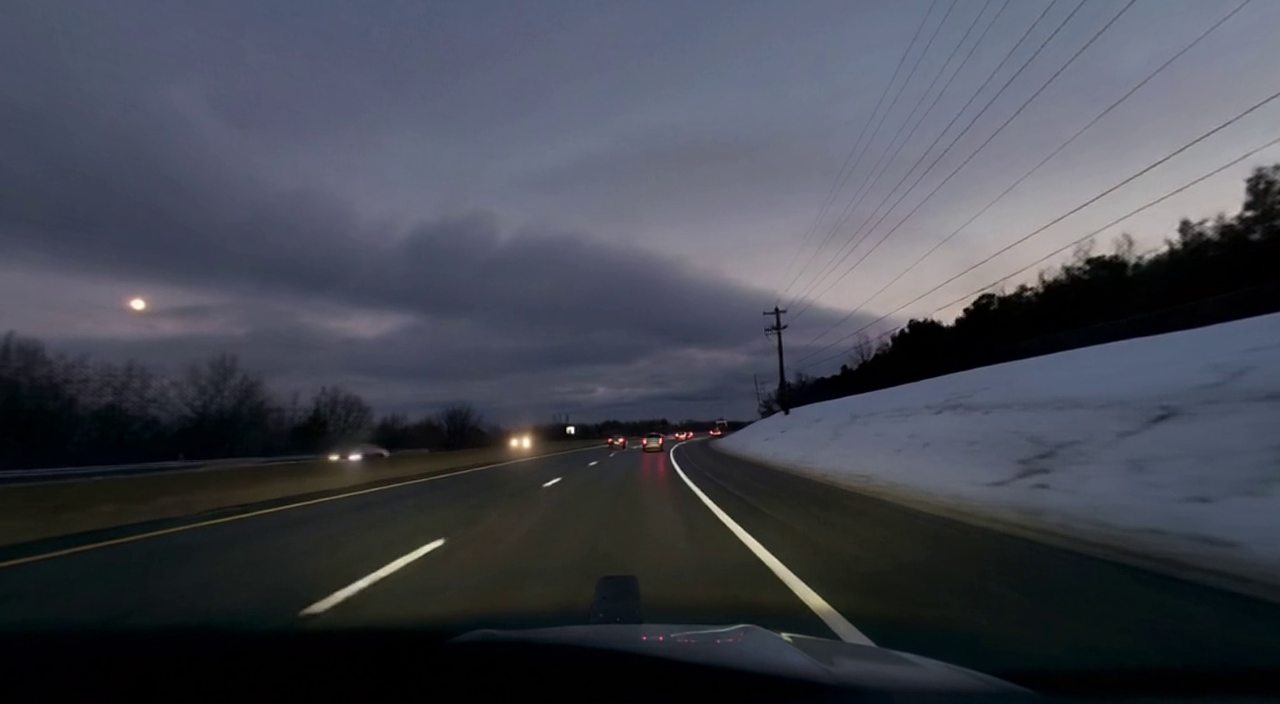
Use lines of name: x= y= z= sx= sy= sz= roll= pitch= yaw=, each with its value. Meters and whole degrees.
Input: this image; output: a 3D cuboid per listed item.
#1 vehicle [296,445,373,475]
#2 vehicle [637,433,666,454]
vehicle: x=-16.838 y=5.934 z=34.897 sx=1.861 sy=1.506 sz=4.440 roll=0 pitch=-8 yaw=2
vehicle: x=0.905 y=6.935 z=47.738 sx=2.077 sy=1.523 sz=4.206 roll=0 pitch=-8 yaw=2
